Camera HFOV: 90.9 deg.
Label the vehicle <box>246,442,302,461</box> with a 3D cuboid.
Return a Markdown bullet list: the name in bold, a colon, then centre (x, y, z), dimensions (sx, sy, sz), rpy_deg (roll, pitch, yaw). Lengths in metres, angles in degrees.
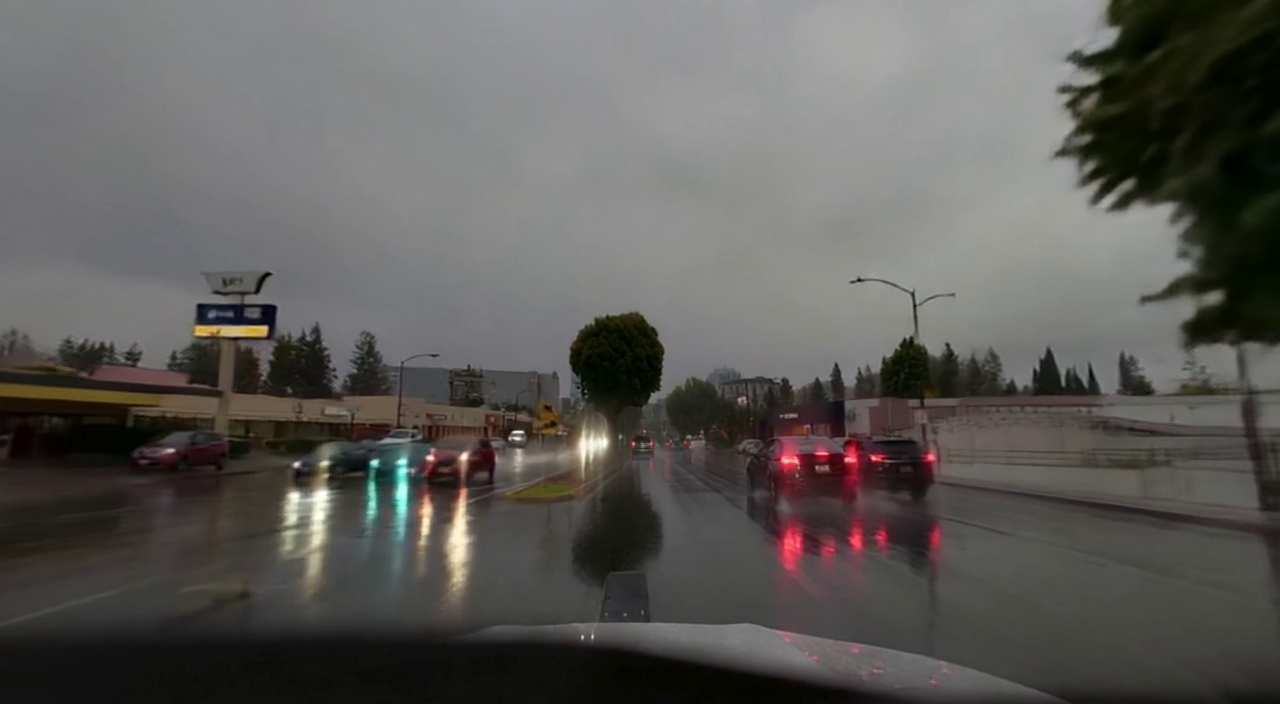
- **vehicle**: centre (-27.029, 7.355, 46.757), dimensions (1.795, 1.360, 3.780), rpy_deg (0, -9, 2)

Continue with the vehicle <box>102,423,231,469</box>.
- **vehicle**: centre (-25.008, 4.964, 33.727), dimensions (2.200, 2.170, 6.131), rpy_deg (0, -7, 0)

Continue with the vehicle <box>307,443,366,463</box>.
- **vehicle**: centre (-22.973, 7.634, 47.940), dimensions (1.824, 1.420, 4.984), rpy_deg (0, -9, 2)

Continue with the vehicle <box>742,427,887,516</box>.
- **vehicle**: centre (3.662, 2.582, 14.052), dimensions (2.072, 1.669, 3.836), rpy_deg (0, -9, -1)

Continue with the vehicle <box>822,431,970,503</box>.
- **vehicle**: centre (6.999, 3.198, 17.960), dimensions (2.134, 1.738, 4.833), rpy_deg (0, -9, -1)

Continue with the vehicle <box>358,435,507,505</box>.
- **vehicle**: centre (-4.741, 2.764, 15.270), dimensions (2.084, 1.415, 4.580), rpy_deg (0, -9, 0)
